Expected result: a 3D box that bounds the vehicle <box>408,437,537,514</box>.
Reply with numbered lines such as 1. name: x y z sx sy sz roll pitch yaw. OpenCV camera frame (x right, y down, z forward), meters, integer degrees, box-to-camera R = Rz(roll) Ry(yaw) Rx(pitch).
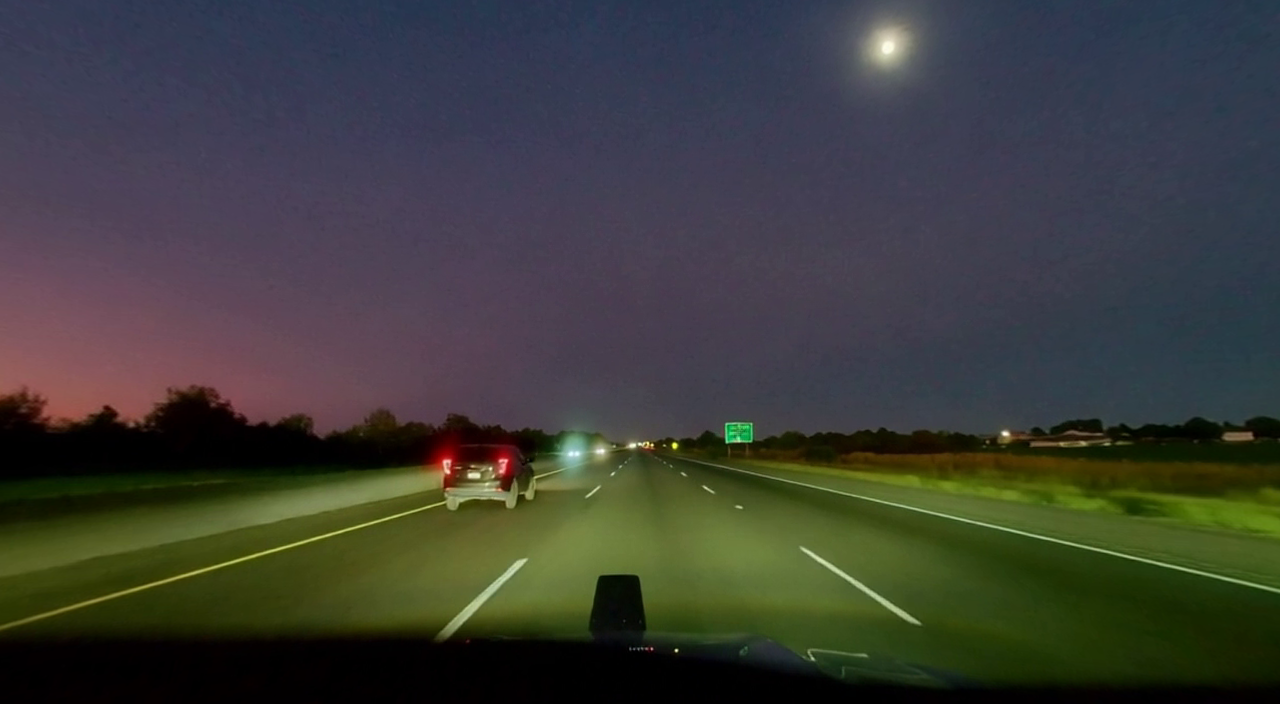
1. vehicle: -3.659 2.764 14.549 1.815 1.500 4.036 0 -9 0
